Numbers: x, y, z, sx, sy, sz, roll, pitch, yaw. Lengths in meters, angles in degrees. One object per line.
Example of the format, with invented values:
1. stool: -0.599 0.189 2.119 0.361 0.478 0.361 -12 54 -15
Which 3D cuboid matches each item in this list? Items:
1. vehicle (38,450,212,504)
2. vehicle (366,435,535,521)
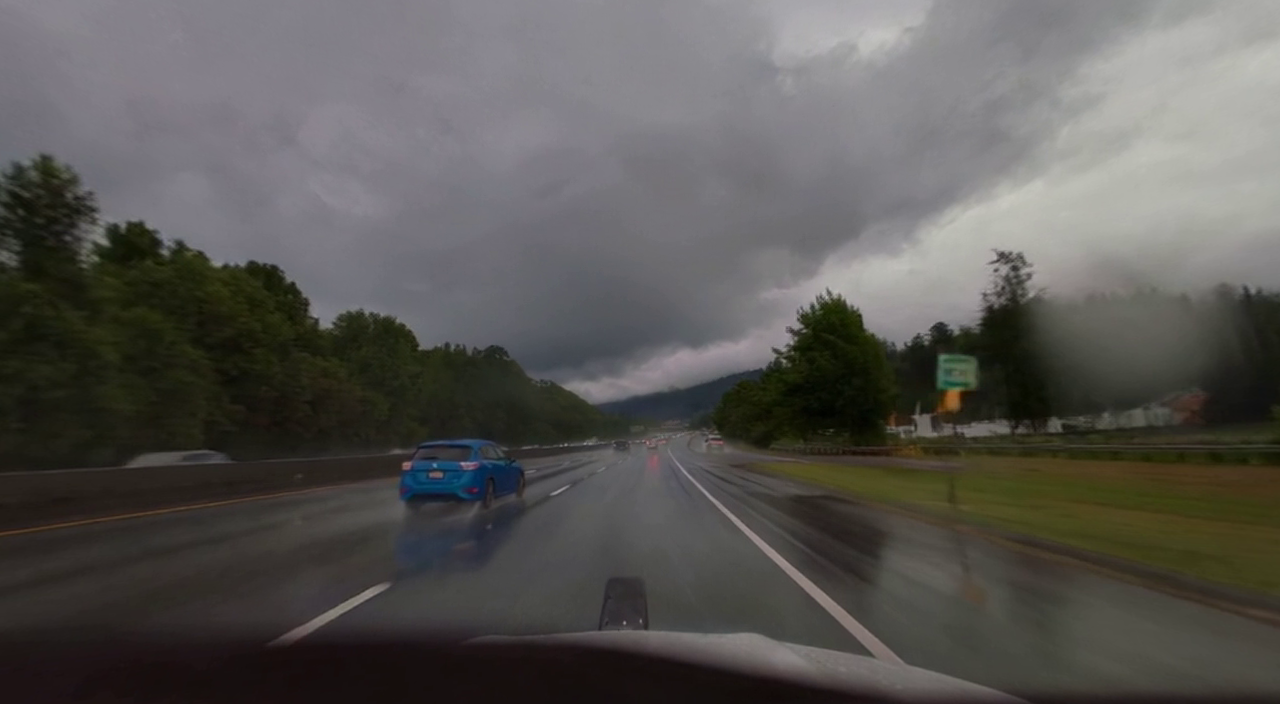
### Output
1. vehicle: -15.599 3.765 19.420 1.914 1.449 4.033 0 -8 0
2. vehicle: -3.609 2.478 13.016 1.996 1.454 4.495 0 -8 2
